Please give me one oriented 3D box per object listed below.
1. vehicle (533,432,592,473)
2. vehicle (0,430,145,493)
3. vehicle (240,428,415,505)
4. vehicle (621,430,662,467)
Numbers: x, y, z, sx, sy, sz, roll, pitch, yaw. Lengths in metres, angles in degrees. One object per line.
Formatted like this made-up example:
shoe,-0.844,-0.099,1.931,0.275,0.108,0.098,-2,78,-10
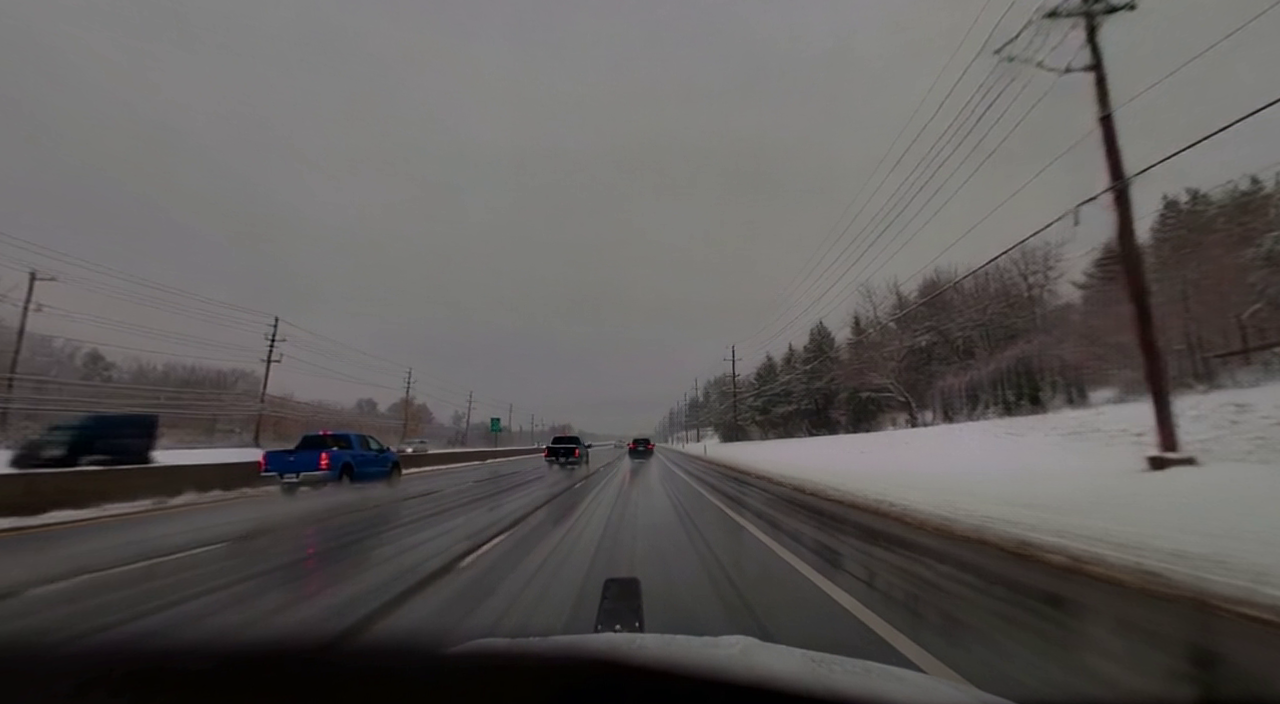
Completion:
vehicle,-3.662,4.896,30.964,2.204,1.812,5.289,0,-8,0
vehicle,-25.012,4.538,26.560,2.574,2.287,7.028,0,-8,0
vehicle,-7.408,2.760,15.599,2.013,1.609,4.446,0,-8,0
vehicle,0.113,6.016,39.530,2.358,2.144,4.713,0,-8,1
